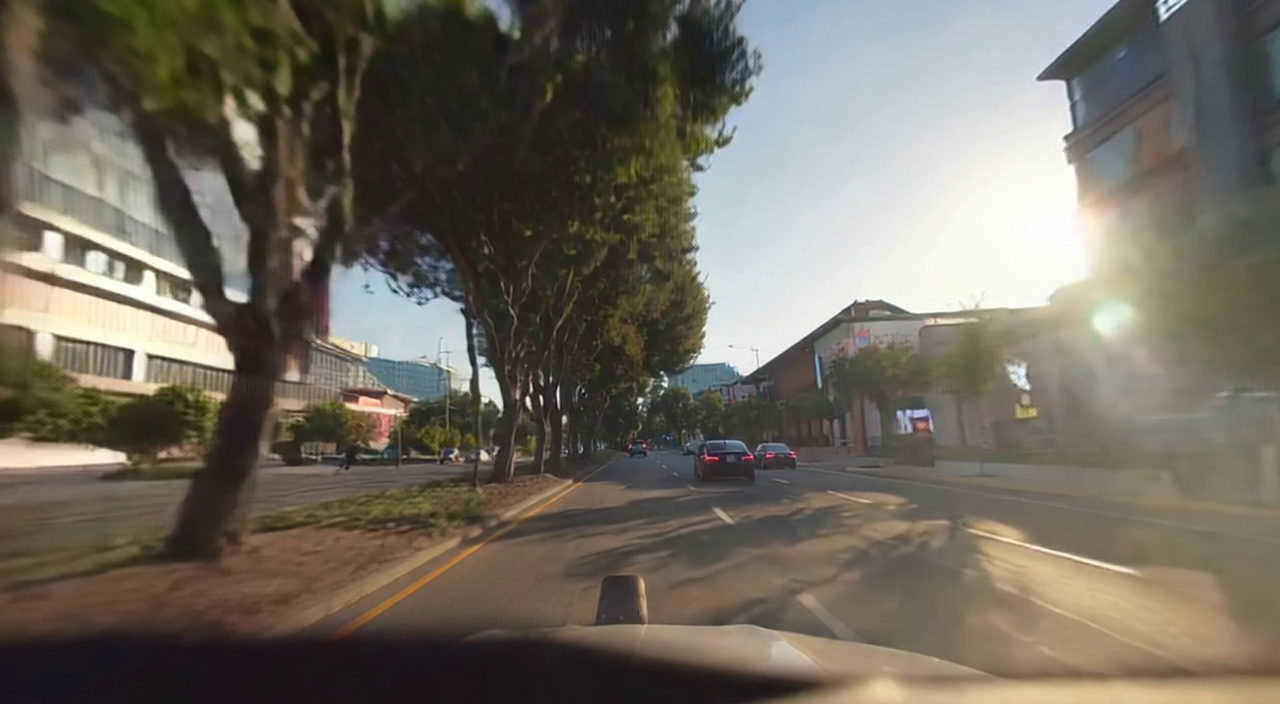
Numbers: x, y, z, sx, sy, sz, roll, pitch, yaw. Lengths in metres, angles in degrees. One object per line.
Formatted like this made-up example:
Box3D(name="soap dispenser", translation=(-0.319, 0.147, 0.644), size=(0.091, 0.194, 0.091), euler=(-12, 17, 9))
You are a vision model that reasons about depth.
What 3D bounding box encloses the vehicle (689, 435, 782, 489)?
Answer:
Box3D(name="vehicle", translation=(2.821, 3.370, 19.760), size=(2.131, 1.491, 4.496), euler=(0, -8, -1))
